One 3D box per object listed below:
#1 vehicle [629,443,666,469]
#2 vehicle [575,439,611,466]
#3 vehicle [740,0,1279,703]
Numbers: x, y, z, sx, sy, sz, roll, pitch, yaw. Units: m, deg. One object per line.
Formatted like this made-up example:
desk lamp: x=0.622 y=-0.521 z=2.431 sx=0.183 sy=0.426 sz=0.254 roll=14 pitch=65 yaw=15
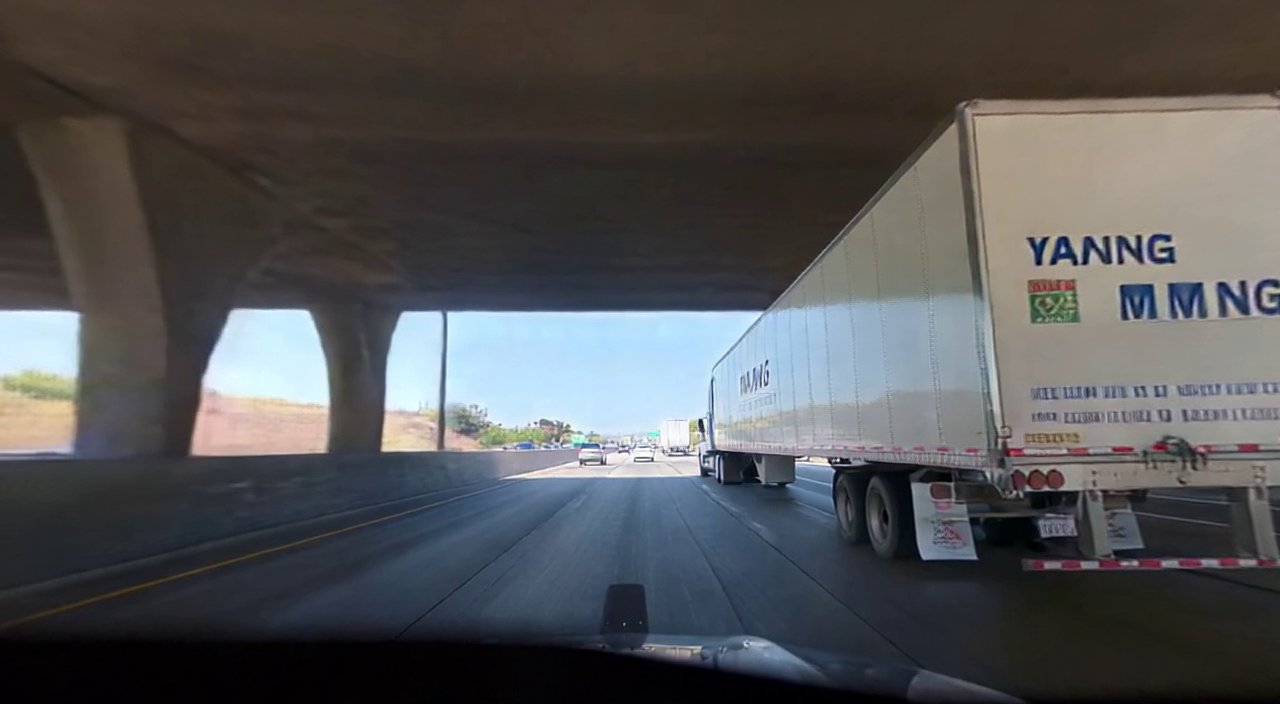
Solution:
vehicle: x=0.438 y=6.144 z=37.393 sx=2.063 sy=1.469 sz=4.208 roll=0 pitch=-9 yaw=0
vehicle: x=-3.153 y=6.862 z=42.988 sx=2.058 sy=1.711 sz=4.226 roll=-1 pitch=-9 yaw=1
vehicle: x=3.921 y=0.583 z=9.387 sx=2.821 sy=4.077 sz=12.562 roll=0 pitch=-9 yaw=0
